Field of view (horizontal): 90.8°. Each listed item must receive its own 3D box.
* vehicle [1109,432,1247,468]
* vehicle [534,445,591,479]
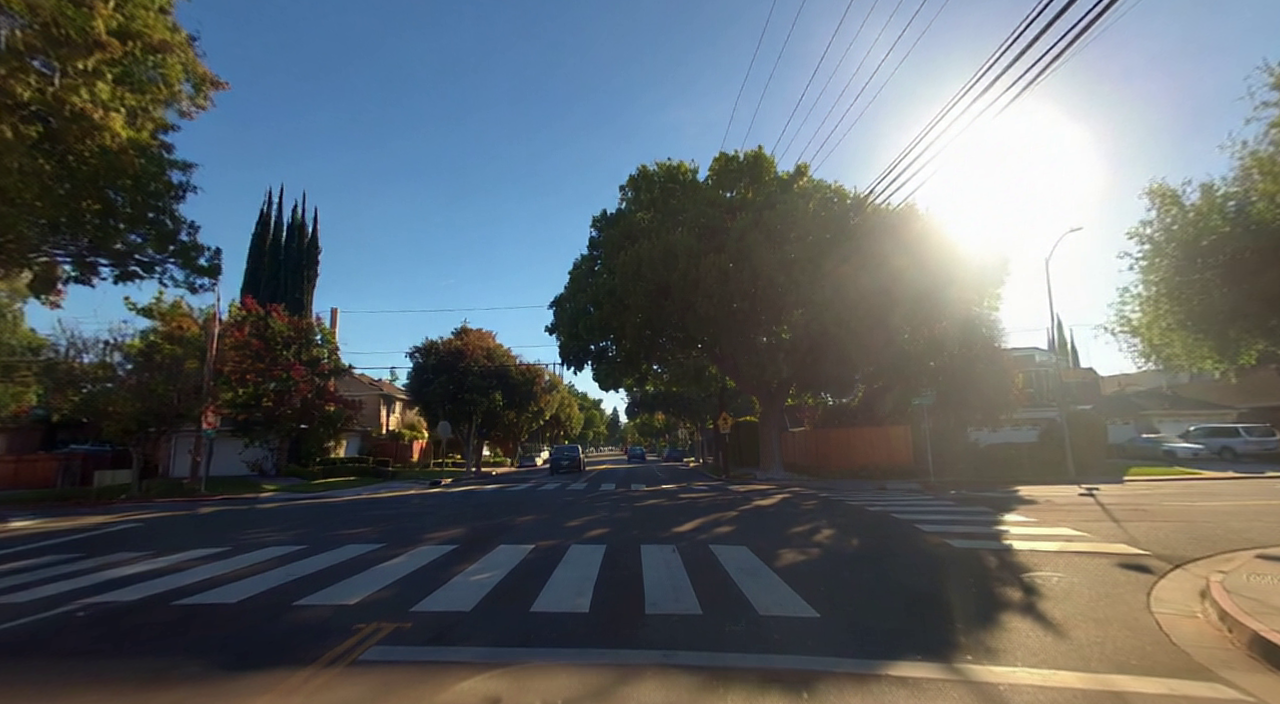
[{"bbox_3d":[23.436,4.291,27.801,1.841,1.448,4.688,0,-9,-2],"label":"vehicle"},{"bbox_3d":[-3.610,5.197,30.156,2.102,1.463,4.024,0,-9,1],"label":"vehicle"}]
